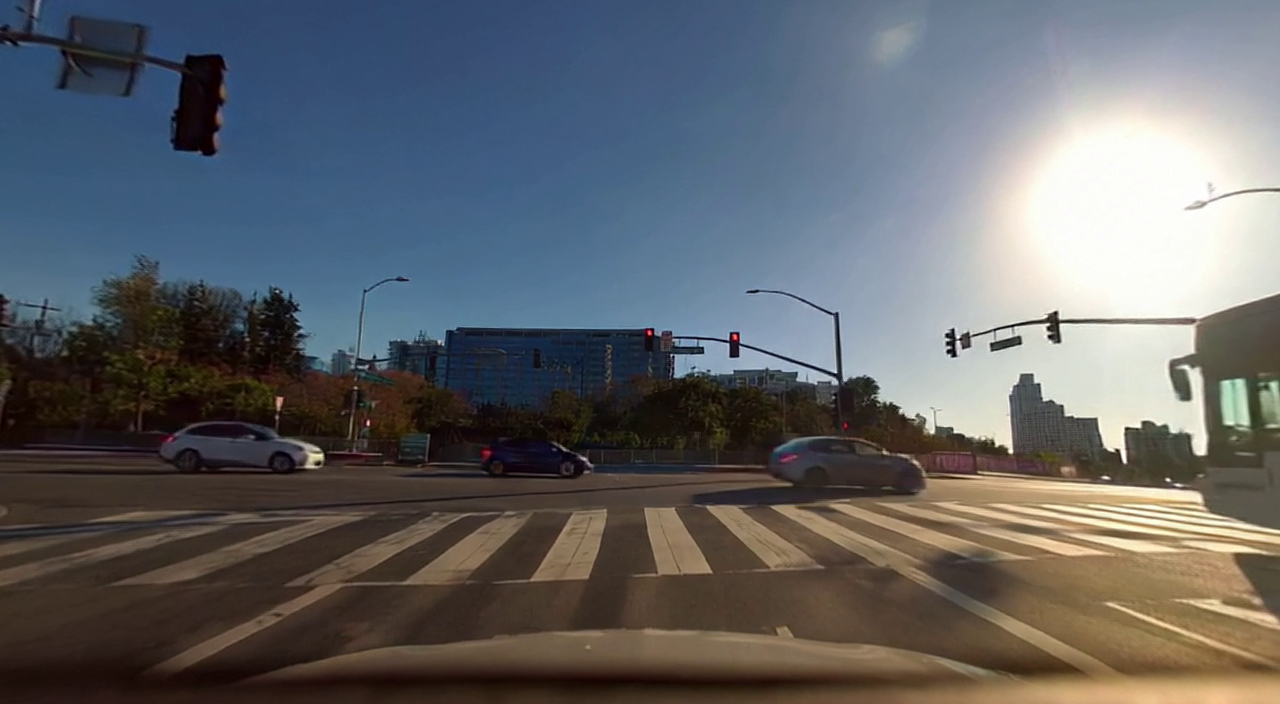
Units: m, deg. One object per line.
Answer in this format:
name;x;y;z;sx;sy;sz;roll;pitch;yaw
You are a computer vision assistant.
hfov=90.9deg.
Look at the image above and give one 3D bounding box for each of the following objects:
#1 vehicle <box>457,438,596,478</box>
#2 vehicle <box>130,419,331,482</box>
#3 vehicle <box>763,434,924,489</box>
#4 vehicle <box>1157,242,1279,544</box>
vehicle;-4.494;4.169;25.027;5.203;1.488;1.907;2;-9;-17
vehicle;-12.078;2.934;18.997;4.626;1.710;1.891;2;-9;-18
vehicle;6.898;3.734;21.479;5.014;1.675;1.906;4;-9;-18
vehicle;9.584;-0.153;3.698;2.916;4.009;13.397;-1;-9;6
